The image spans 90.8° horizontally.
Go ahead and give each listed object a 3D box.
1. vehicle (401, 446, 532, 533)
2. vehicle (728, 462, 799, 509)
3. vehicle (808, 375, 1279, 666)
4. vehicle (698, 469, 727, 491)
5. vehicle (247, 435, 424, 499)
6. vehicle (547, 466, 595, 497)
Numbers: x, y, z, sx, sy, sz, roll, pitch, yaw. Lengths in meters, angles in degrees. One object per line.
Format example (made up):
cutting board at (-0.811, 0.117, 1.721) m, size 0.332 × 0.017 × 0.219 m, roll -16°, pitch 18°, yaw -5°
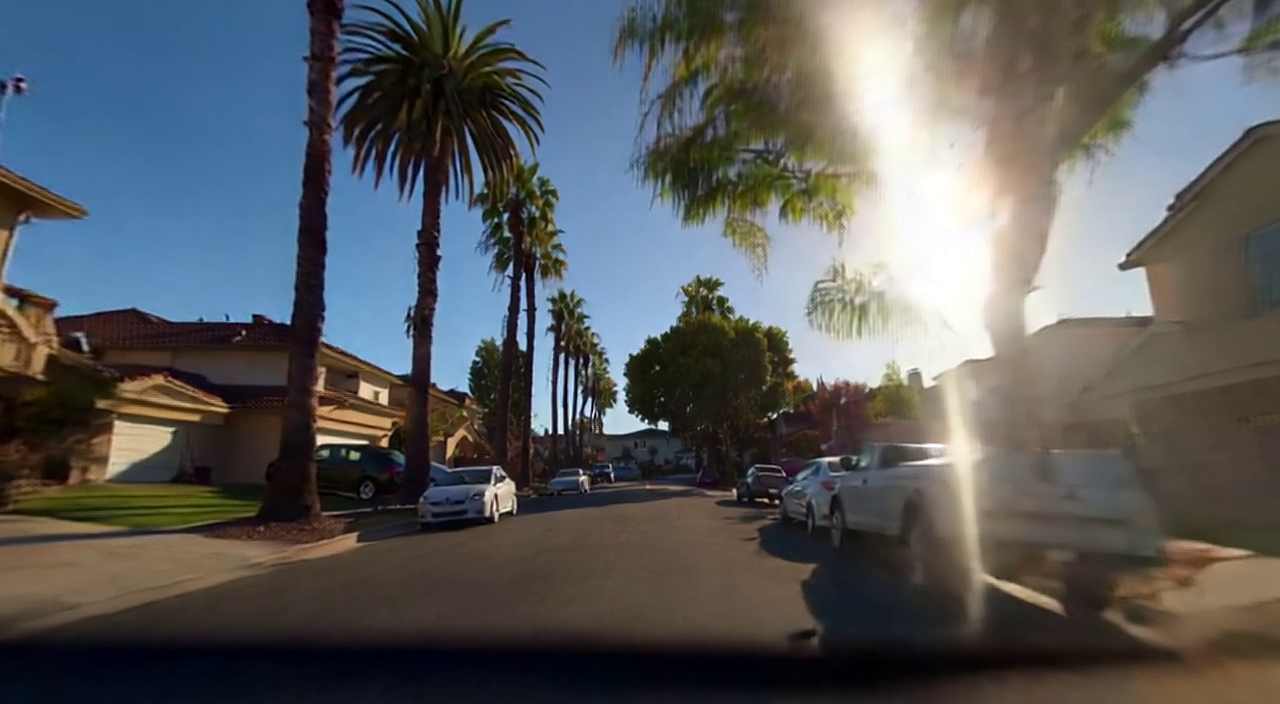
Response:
vehicle at (-4.338, 3.456, 16.687) m, size 2.147 × 1.823 × 4.725 m, roll -1°, pitch -7°, yaw 0°
vehicle at (4.704, 5.127, 24.625) m, size 1.987 × 1.567 × 4.112 m, roll 0°, pitch -9°, yaw 1°
vehicle at (3.852, 1.645, 7.655) m, size 2.184 × 2.038 × 6.212 m, roll 0°, pitch -9°, yaw 3°
vehicle at (5.634, 9.983, 49.582) m, size 1.867 × 1.480 × 4.678 m, roll 0°, pitch -9°, yaw 2°
vehicle at (-10.591, 4.001, 22.366) m, size 4.991 × 1.947 × 2.329 m, roll 2°, pitch -8°, yaw 0°
vehicle at (-3.707, 7.045, 34.611) m, size 2.080 × 1.479 × 4.531 m, roll 0°, pitch -10°, yaw 0°
